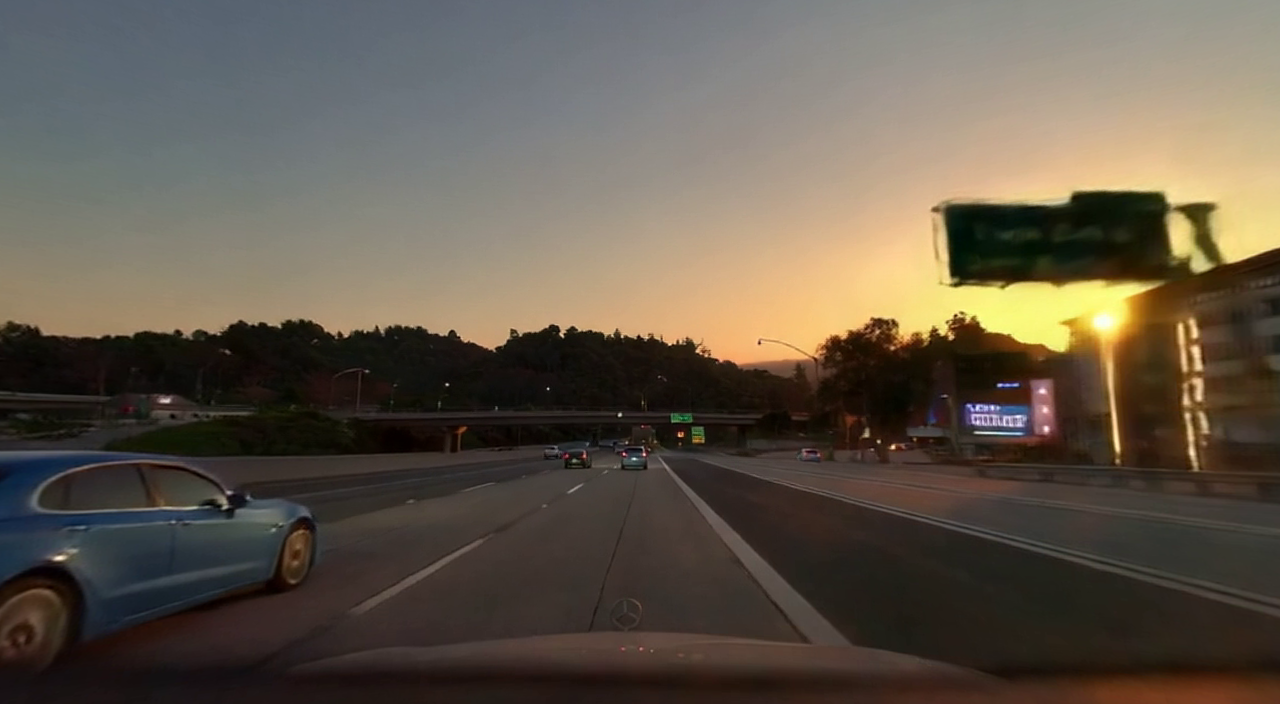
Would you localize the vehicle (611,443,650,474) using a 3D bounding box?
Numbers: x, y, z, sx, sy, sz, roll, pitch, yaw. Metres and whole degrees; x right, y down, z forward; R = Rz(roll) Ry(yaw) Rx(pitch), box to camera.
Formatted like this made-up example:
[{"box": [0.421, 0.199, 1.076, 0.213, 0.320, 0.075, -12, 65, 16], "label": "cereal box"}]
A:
[{"box": [-0.495, 6.156, 36.651, 2.102, 1.692, 4.057, 0, -9, 1], "label": "vehicle"}]

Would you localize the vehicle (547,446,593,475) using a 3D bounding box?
[{"box": [-4.089, 6.412, 37.461, 2.071, 1.553, 4.388, 0, -9, 2], "label": "vehicle"}]
